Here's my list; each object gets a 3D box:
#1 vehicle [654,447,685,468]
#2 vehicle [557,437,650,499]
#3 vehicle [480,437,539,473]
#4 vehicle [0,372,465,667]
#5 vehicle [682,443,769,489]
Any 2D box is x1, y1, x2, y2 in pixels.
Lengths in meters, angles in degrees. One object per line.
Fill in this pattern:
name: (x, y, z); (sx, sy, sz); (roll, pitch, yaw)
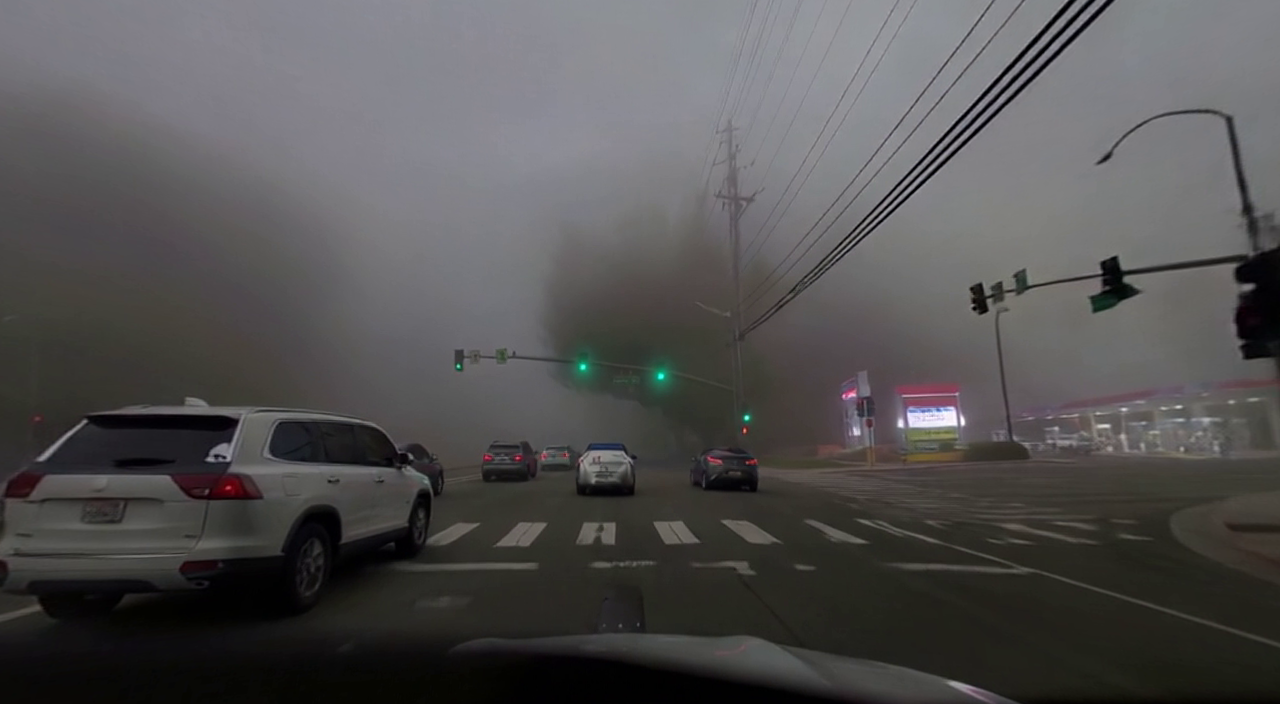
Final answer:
vehicle: (2.193, 7.998, 47.989); (2.069, 1.464, 4.599); (0, -8, -1)
vehicle: (-0.918, 3.037, 16.930); (2.189, 1.437, 4.135); (0, -8, -2)
vehicle: (-7.592, 6.048, 37.347); (2.385, 1.918, 5.056); (0, -8, 0)
vehicle: (-3.226, 1.264, 5.858); (1.922, 1.642, 4.547); (0, -8, -1)
vehicle: (2.609, 3.614, 20.468); (2.065, 1.302, 4.416); (0, -8, -2)
